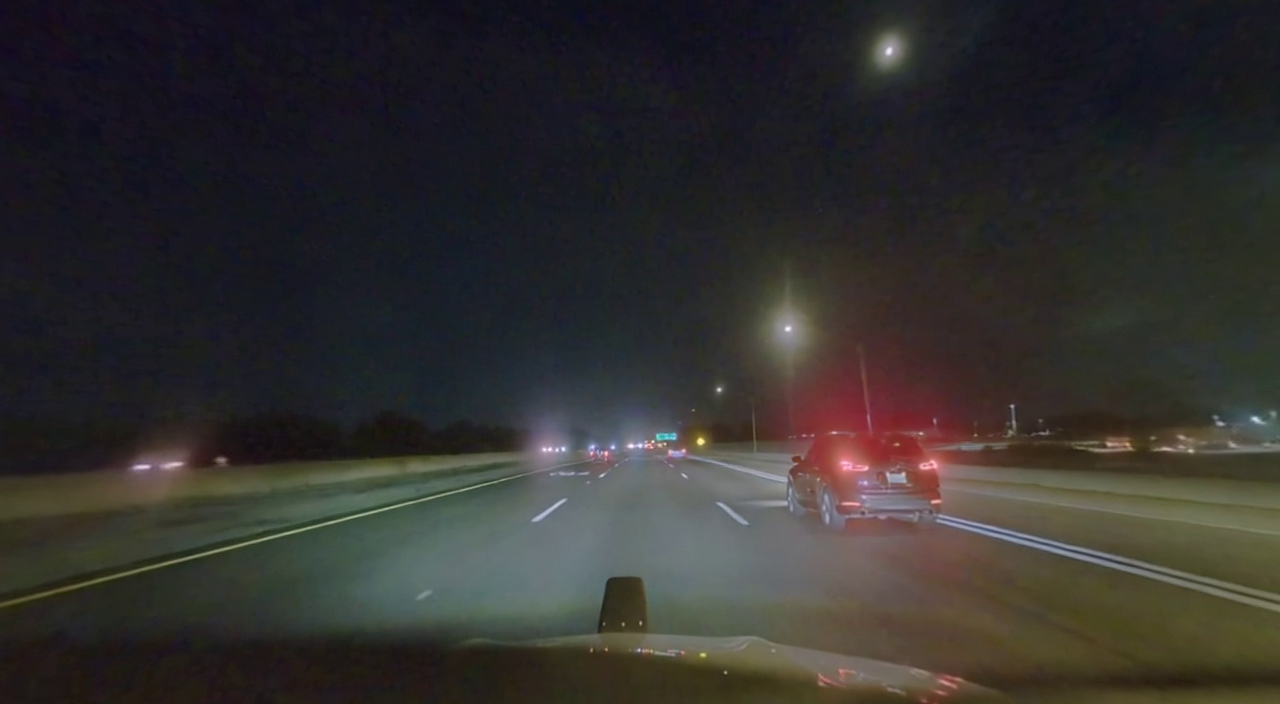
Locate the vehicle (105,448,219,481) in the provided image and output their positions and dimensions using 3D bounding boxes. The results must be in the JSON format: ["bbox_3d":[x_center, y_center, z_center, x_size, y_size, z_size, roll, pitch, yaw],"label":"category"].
[{"bbox_3d":[-23.459,5.523,31.220,2.009,1.450,4.562,0,-8,1],"label":"vehicle"}]

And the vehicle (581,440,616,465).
[{"bbox_3d":[-3.077,7.517,47.227,2.319,1.738,4.355,0,-8,0],"label":"vehicle"}]
